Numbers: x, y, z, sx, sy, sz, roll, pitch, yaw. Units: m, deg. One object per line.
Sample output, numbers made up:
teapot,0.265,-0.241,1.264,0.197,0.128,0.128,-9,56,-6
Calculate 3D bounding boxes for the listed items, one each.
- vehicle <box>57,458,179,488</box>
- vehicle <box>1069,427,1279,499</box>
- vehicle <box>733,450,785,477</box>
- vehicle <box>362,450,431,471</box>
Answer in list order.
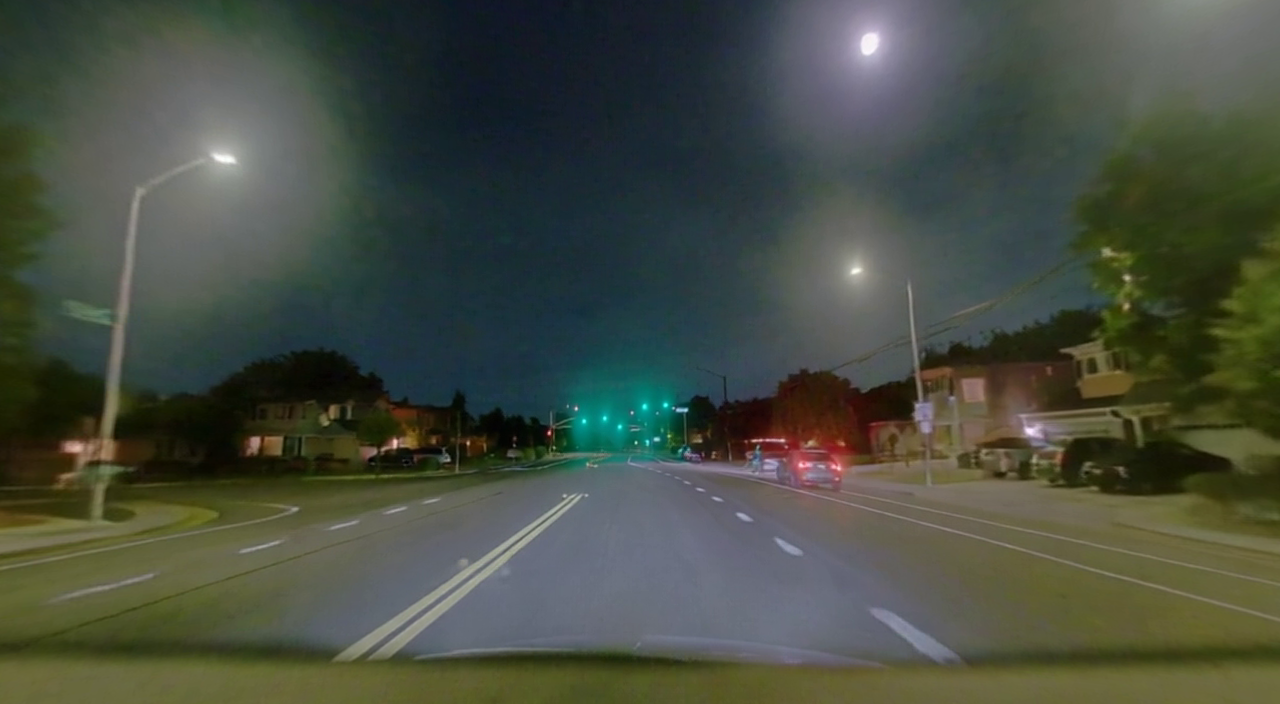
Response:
vehicle,-27.150,6.294,32.976,4.600,1.468,1.869,0,-9,-3
vehicle,15.624,3.182,18.373,4.739,1.667,1.998,-4,-7,0
vehicle,7.196,6.762,38.575,1.951,1.528,4.366,1,-9,-6
vehicle,-18.793,8.390,48.967,4.598,1.445,1.973,-2,-9,-2
